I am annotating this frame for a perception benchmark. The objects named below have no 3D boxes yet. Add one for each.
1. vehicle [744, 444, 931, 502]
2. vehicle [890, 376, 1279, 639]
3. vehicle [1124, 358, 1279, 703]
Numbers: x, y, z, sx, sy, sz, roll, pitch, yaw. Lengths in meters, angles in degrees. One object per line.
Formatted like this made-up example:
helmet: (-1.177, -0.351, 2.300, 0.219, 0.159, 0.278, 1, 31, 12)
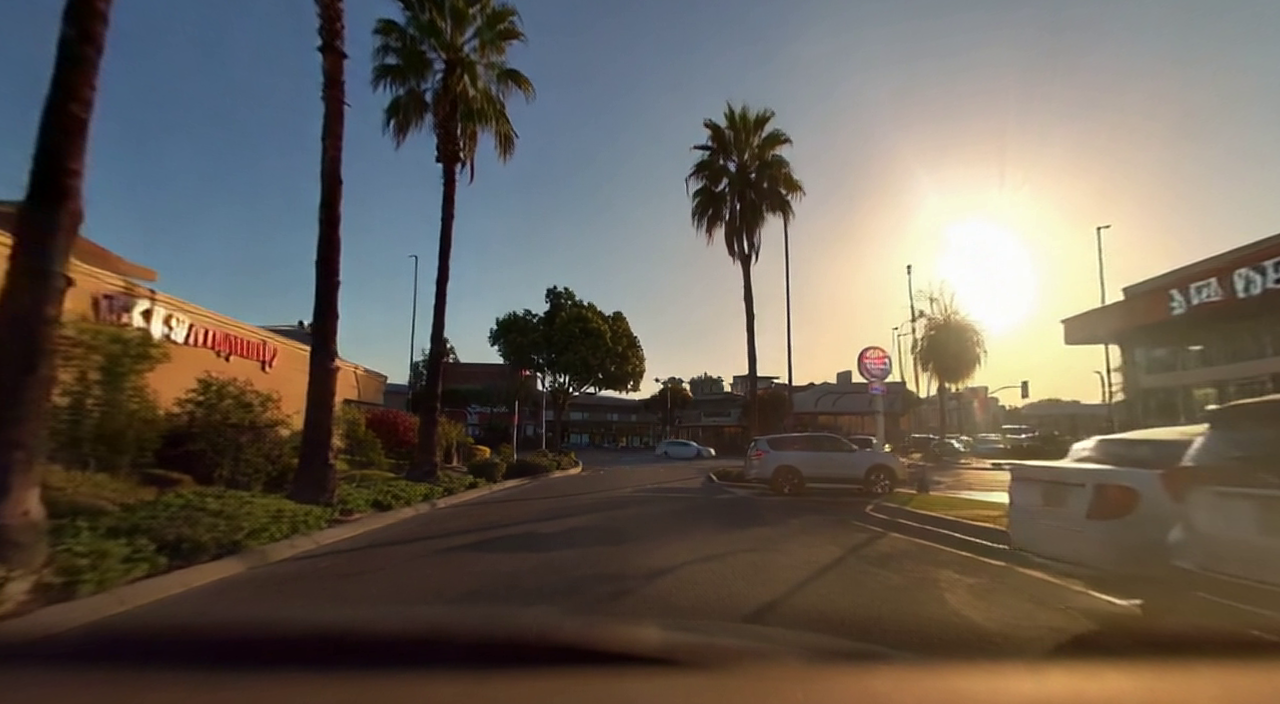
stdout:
vehicle: (5.620, 3.448, 18.357, 4.742, 1.506, 1.919, 0, -8, -5)
vehicle: (5.521, 1.342, 5.947, 5.491, 1.843, 2.103, 2, -9, -8)
vehicle: (5.624, 0.943, 3.209, 4.743, 1.800, 1.952, 1, -9, -3)
